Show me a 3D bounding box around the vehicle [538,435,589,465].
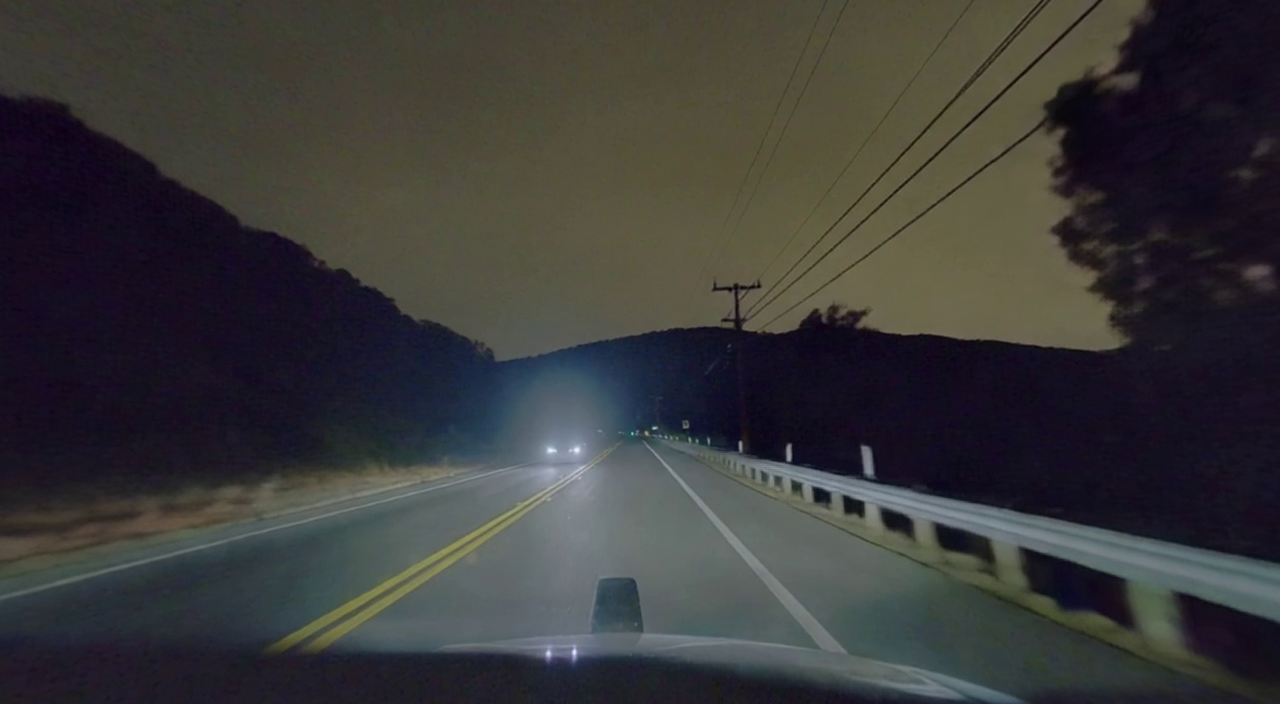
[{"bbox_3d":[-4.025,5.237,33.813,2.074,1.472,4.658,0,-8,1],"label":"vehicle"}]
